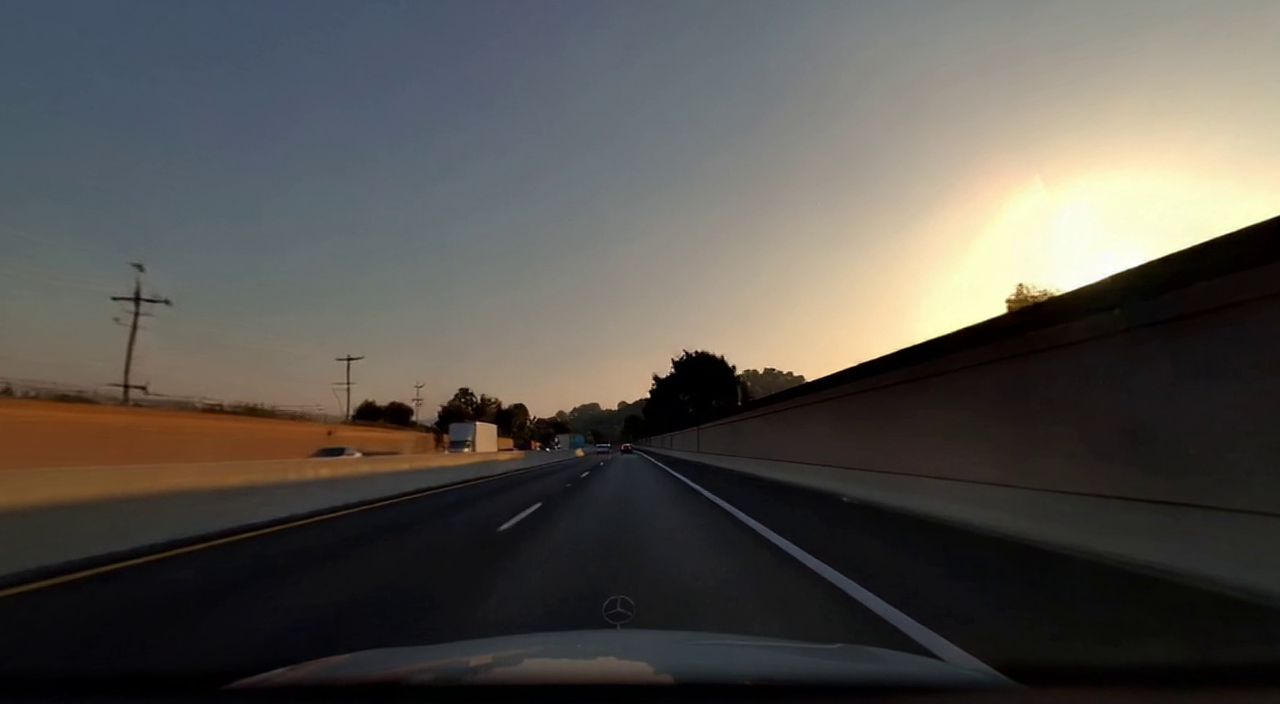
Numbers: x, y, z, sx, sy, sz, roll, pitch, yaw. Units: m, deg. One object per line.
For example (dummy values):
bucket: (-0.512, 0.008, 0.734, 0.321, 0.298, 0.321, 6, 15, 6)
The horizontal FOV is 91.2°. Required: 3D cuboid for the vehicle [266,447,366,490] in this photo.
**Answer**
vehicle: (-12.982, 4.645, 25.446, 1.903, 1.555, 4.299, 0, -9, -2)
